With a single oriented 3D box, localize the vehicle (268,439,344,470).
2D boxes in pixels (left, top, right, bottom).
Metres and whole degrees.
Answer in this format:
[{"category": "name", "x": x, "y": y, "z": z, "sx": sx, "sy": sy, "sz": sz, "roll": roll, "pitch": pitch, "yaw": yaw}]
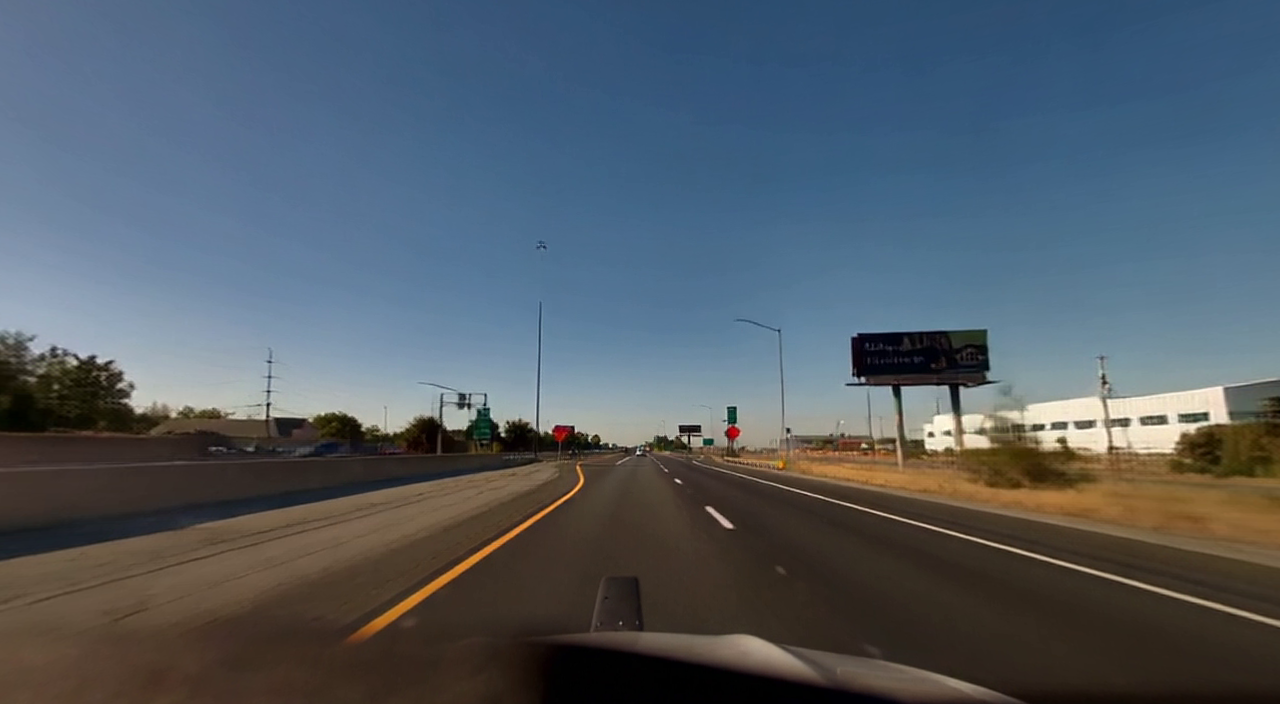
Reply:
[{"category": "vehicle", "x": -20.601, "y": 6.346, "z": 39.101, "sx": 2.017, "sy": 1.843, "sz": 4.588, "roll": 0, "pitch": -9, "yaw": 2}]
